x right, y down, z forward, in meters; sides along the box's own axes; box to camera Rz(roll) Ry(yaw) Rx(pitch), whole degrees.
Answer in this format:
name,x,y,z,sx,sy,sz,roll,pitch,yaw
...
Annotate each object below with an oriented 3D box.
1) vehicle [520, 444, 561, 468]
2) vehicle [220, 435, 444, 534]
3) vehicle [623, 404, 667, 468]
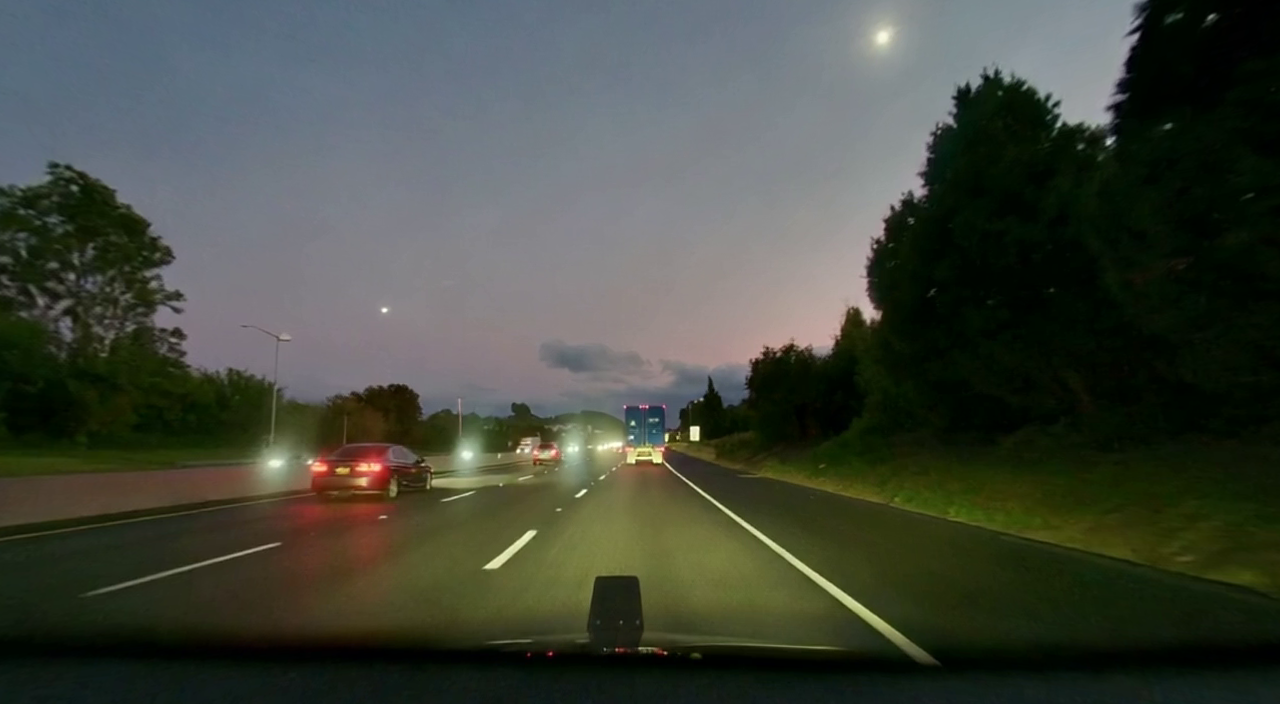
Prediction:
name,x,y,z,sx,sy,sz,roll,pitch,yaw
vehicle,-6.835,7.200,43.654,2.050,1.540,4.766,0,-9,0
vehicle,-5.576,2.442,12.306,2.017,1.517,4.766,0,-9,-1
vehicle,0.323,6.605,48.665,2.918,4.124,14.567,0,-9,0
